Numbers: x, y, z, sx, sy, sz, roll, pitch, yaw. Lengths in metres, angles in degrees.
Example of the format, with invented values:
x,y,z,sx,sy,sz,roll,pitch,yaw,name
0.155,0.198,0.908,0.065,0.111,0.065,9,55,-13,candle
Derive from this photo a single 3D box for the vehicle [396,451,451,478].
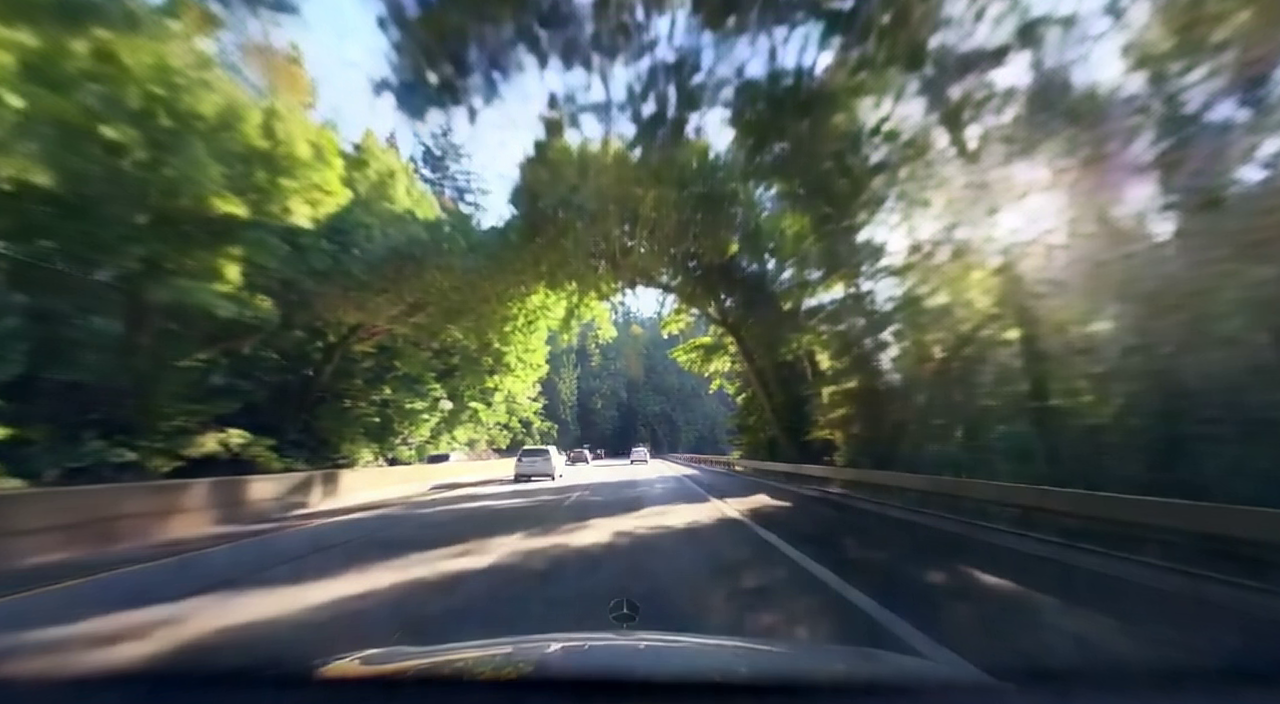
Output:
x,y,z,sx,sy,sz,roll,pitch,yaw,name
-12.638,6.584,37.082,1.761,1.468,4.061,0,-9,0,vehicle

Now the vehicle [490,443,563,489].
x,y,z,sx,sy,sz,roll,pitch,yaw,name
-4.138,4.233,23.652,1.978,1.538,3.755,0,-9,1,vehicle

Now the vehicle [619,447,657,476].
x,y,z,sx,sy,sz,roll,pitch,yaw,name
-0.111,5.955,34.531,2.001,1.490,3.914,0,-9,0,vehicle

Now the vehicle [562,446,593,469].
x,y,z,sx,sy,sz,roll,pitch,yaw,name
-4.512,7.692,45.939,1.834,1.615,3.624,0,-9,0,vehicle
